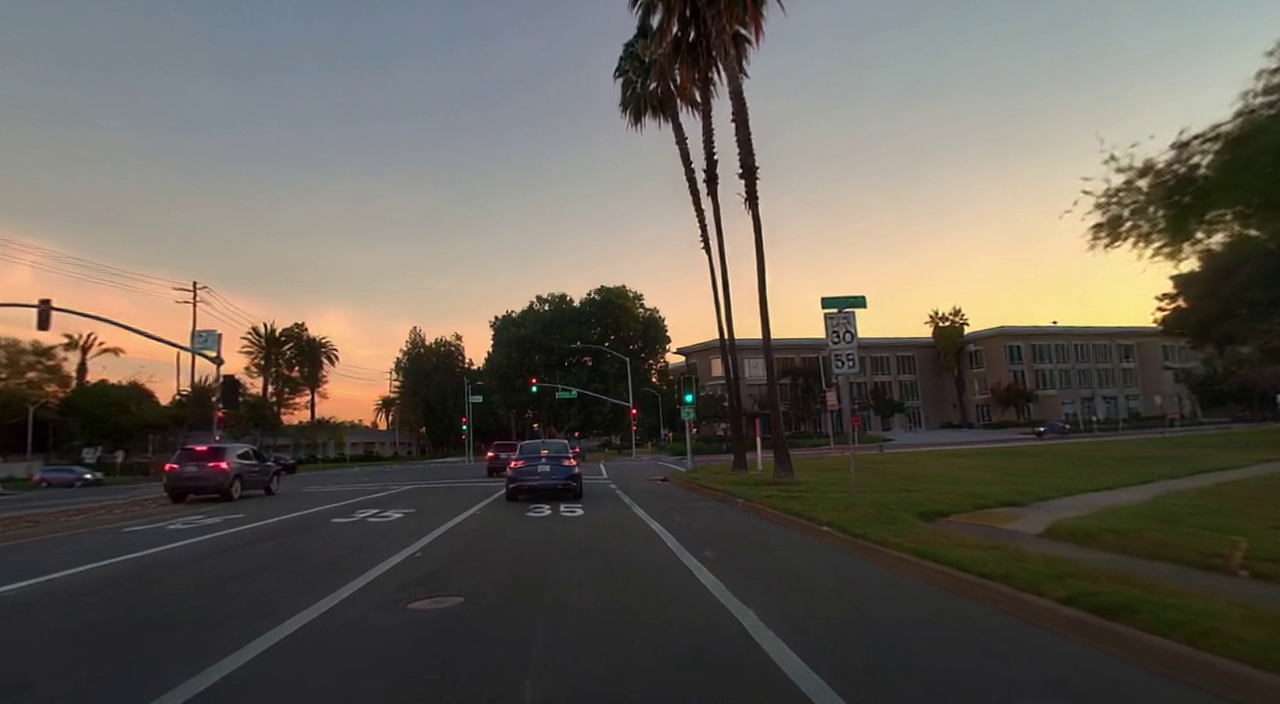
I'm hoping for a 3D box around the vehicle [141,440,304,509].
[{"bbox_3d":[-12.489,3.639,19.402,2.050,1.811,4.752,0,-9,-5],"label":"vehicle"}]

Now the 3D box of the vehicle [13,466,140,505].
[{"bbox_3d":[-26.556,6.277,30.043,1.829,1.506,4.819,0,-8,-4],"label":"vehicle"}]

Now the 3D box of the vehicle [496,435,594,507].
[{"bbox_3d":[-2.263,2.849,15.631,2.063,1.474,4.334,1,-8,-7],"label":"vehicle"}]
